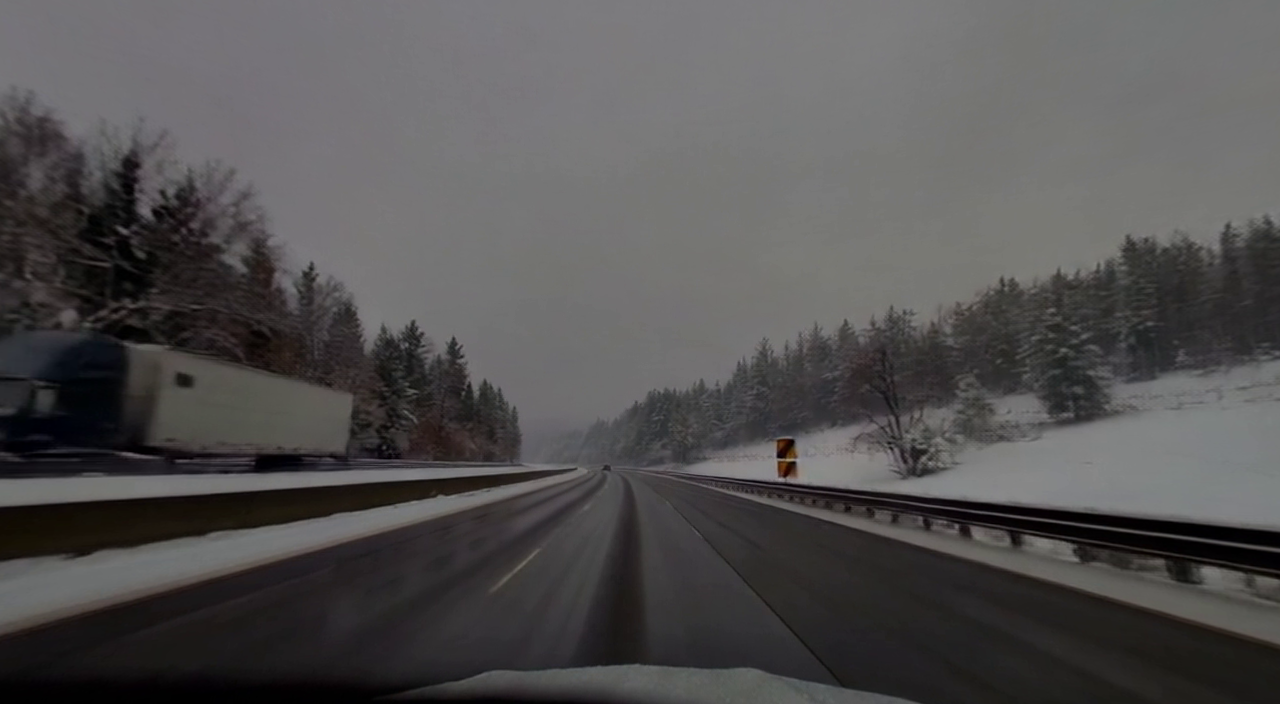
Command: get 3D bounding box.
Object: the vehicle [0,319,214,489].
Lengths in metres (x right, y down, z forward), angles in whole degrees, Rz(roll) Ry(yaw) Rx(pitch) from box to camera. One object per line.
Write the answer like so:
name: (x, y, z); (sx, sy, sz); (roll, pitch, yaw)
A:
vehicle: (-15.119, 1.633, 17.027); (3.006, 3.840, 5.721); (1, -10, -1)
